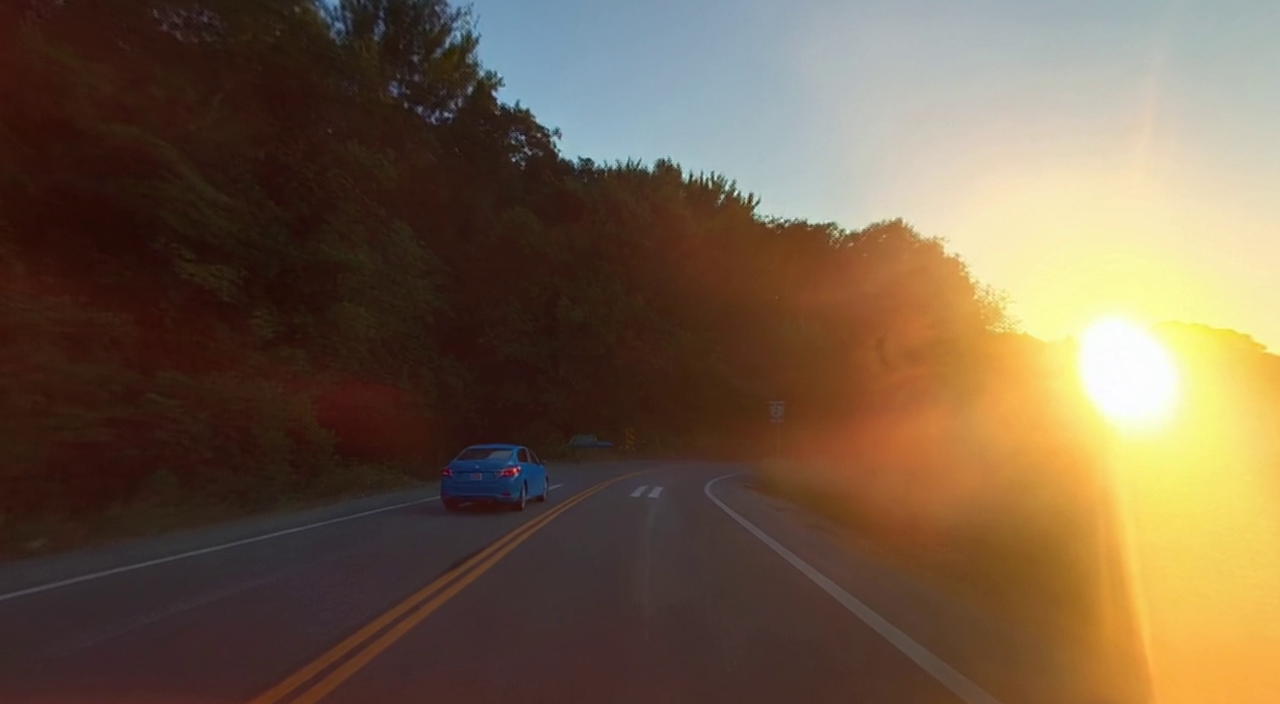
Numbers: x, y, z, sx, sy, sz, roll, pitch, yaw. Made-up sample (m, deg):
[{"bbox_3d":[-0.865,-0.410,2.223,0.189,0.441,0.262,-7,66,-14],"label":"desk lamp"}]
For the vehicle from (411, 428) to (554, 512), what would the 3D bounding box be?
[{"bbox_3d":[-3.349,2.630,14.344,2.078,1.607,3.959,-1,-9,2],"label":"vehicle"}]
